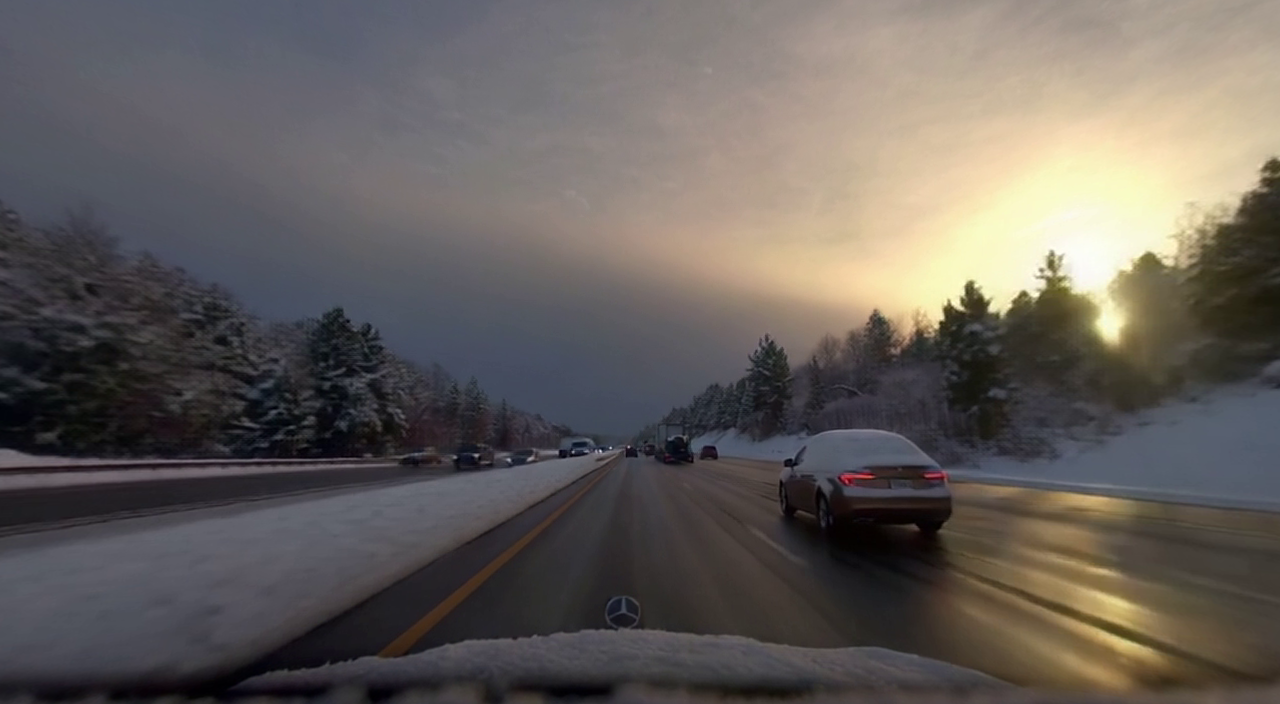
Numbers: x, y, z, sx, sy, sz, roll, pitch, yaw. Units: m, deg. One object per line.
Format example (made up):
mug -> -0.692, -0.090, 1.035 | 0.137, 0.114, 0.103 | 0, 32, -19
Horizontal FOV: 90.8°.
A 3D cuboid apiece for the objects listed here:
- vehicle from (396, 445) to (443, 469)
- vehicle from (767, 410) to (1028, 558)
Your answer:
vehicle -> -16.079, 7.677, 46.244 | 1.949, 1.657, 4.170 | 0, -9, -1
vehicle -> 3.572, 1.941, 9.944 | 2.070, 1.751, 4.576 | 0, -9, -1
